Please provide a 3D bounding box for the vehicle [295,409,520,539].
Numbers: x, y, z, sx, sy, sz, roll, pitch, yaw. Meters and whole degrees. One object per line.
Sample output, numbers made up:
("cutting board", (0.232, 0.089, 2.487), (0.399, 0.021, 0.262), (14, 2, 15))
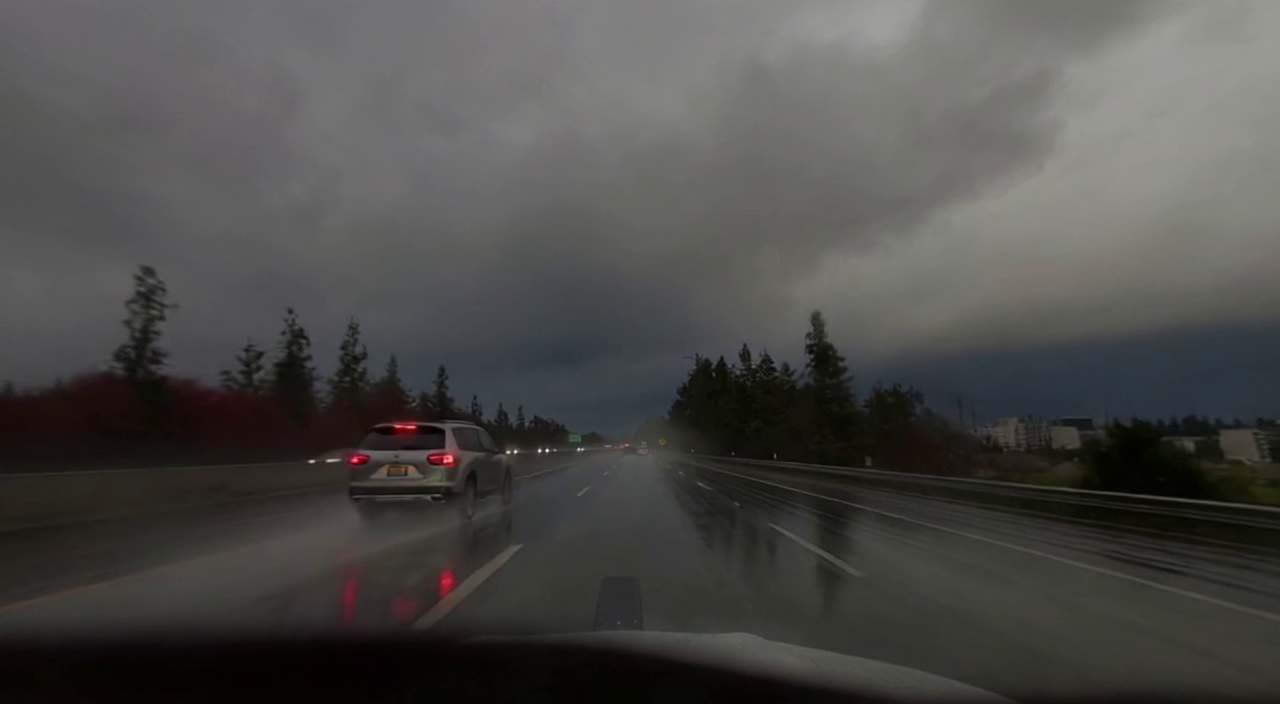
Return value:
("vehicle", (-3.704, 2.073, 11.129), (2.292, 1.802, 4.481), (0, -9, 0))
